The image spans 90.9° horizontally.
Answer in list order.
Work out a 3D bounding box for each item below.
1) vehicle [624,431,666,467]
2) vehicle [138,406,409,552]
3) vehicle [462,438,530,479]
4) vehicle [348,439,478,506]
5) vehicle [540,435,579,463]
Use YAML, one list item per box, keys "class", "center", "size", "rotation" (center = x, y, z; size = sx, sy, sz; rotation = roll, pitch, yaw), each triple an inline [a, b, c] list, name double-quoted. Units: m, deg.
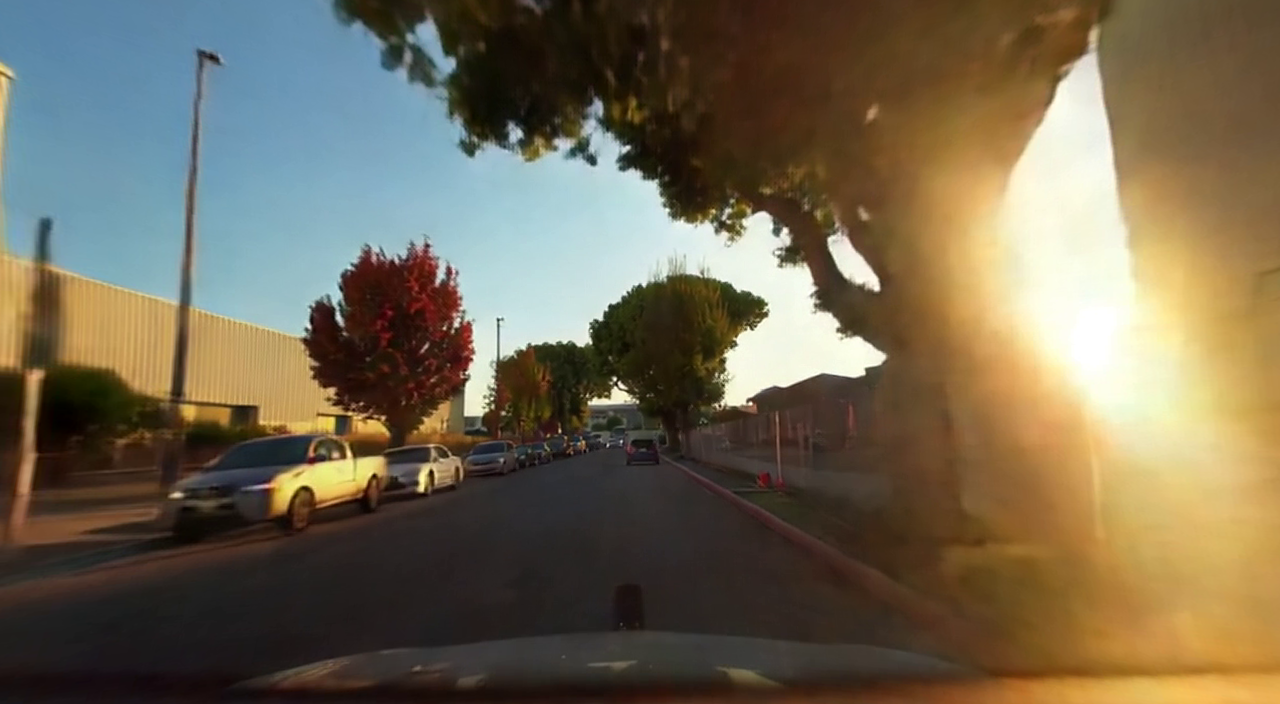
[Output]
- class: "vehicle"
  center: [0.245, 5.347, 34.886]
  size: [2.152, 1.874, 4.042]
  rotation: [0, -8, 0]
- class: "vehicle"
  center: [-6.184, 2.220, 11.579]
  size: [2.005, 1.989, 4.929]
  rotation: [-3, -9, 0]
- class: "vehicle"
  center: [-6.247, 4.651, 27.883]
  size: [1.926, 1.647, 4.185]
  rotation: [0, -8, 1]
- class: "vehicle"
  center: [-6.082, 3.224, 17.473]
  size: [2.013, 1.609, 4.152]
  rotation: [0, -8, 0]
- class: "vehicle"
  center: [-6.081, 7.471, 48.337]
  size: [2.139, 1.943, 5.295]
  rotation: [-1, -10, 1]
